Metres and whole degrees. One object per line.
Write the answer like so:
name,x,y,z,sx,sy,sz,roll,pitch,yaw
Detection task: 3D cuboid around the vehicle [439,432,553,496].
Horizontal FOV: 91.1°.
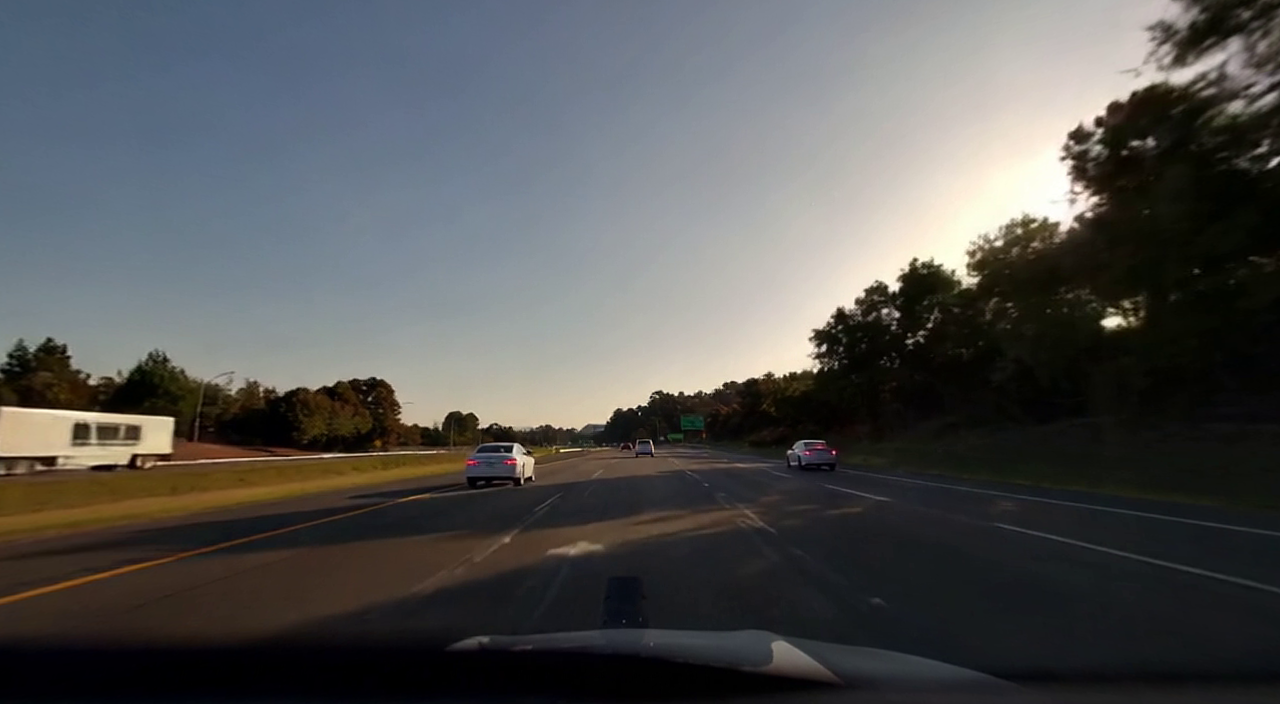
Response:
vehicle,-3.815,3.058,17.504,2.050,1.546,4.344,0,-8,1

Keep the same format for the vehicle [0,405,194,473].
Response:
vehicle,-38.968,6.198,44.090,2.870,3.956,16.880,0,-8,0

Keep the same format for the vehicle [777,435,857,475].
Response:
vehicle,7.292,4.309,26.447,1.870,1.493,5.015,0,-8,-1
